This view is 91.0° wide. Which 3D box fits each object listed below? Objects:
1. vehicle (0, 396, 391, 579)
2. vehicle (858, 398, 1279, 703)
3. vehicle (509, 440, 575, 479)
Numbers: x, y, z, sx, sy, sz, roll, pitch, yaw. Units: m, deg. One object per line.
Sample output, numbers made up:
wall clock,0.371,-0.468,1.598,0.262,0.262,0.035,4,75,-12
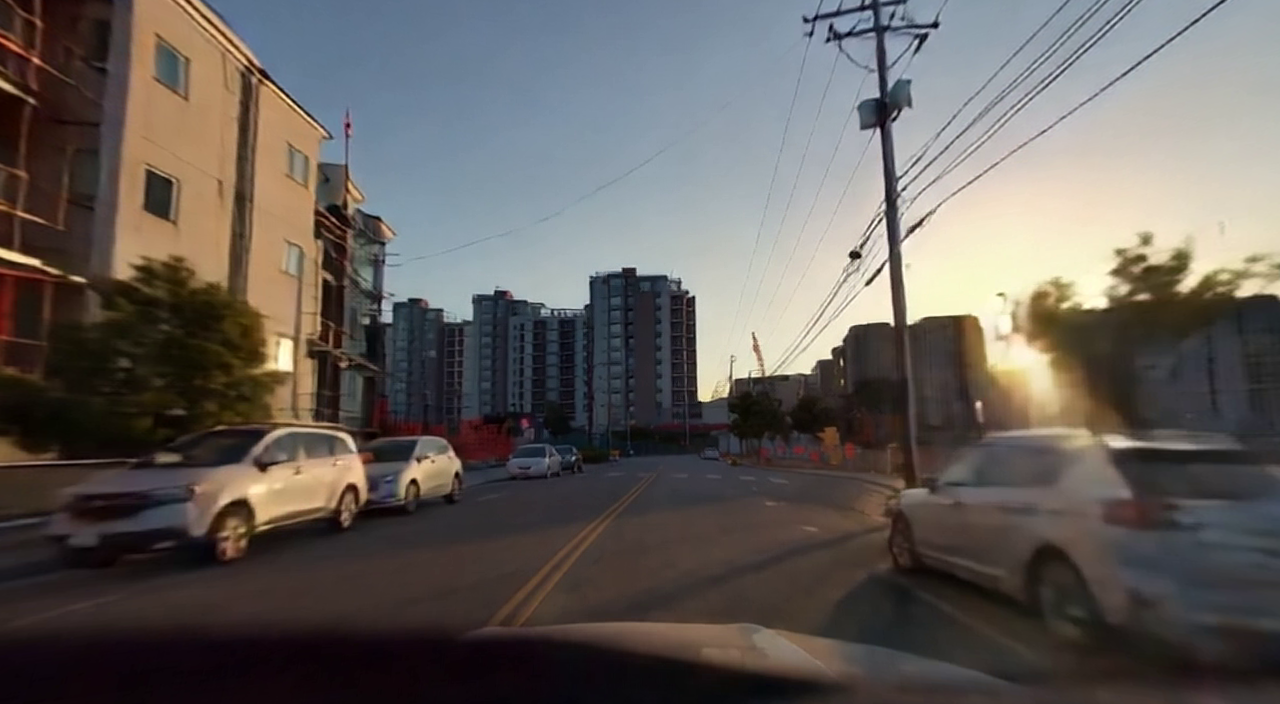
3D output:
vehicle,-5.653,1.757,8.972,1.953,1.871,4.712,-1,-9,5
vehicle,3.974,1.531,6.157,2.097,1.777,5.003,0,-9,3
vehicle,-4.379,4.889,28.902,1.998,1.633,4.673,-1,-8,4
